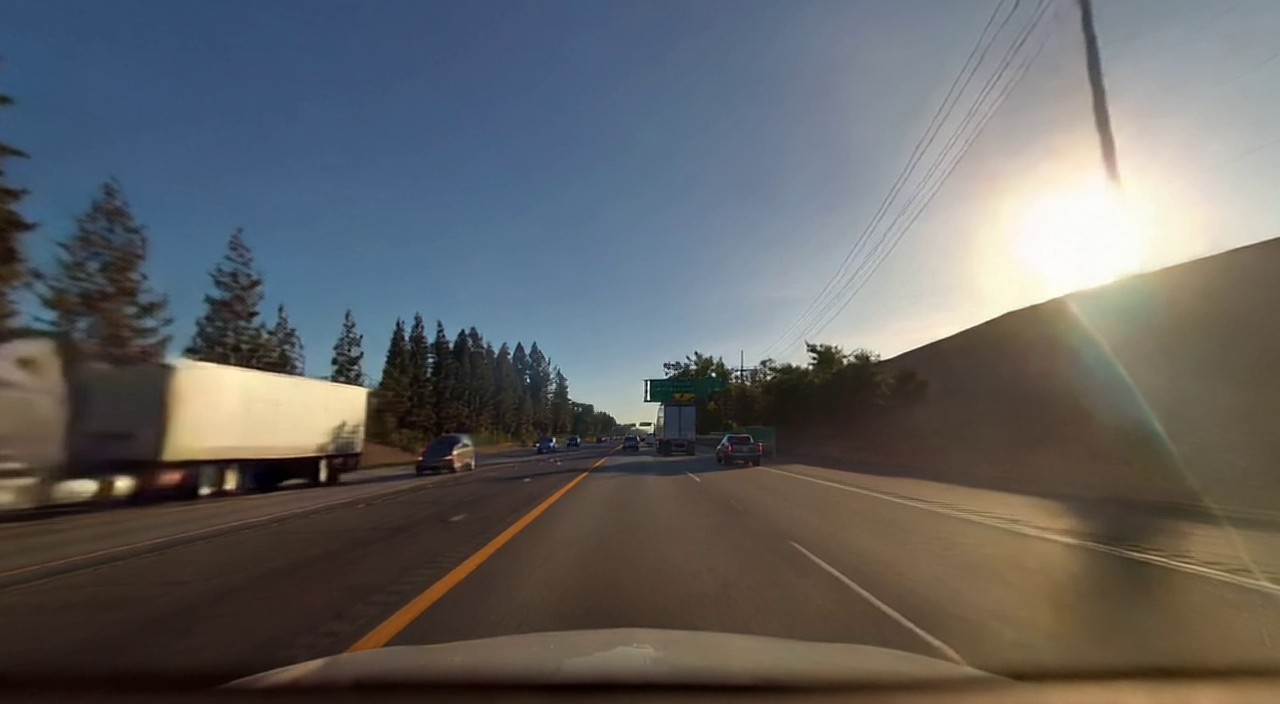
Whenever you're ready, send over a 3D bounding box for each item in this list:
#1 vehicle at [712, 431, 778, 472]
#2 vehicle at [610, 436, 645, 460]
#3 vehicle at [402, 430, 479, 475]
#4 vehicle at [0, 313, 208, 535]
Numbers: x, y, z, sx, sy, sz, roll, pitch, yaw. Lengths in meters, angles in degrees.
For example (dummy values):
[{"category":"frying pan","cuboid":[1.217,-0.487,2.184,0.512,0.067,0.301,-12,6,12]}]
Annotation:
[{"category":"vehicle","cuboid":[4.270,4.105,26.269,1.930,1.573,3.853,0,-8,-2]},{"category":"vehicle","cuboid":[-0.815,6.128,40.521,2.163,1.466,3.693,0,-8,-1]},{"category":"vehicle","cuboid":[-9.583,4.845,30.687,2.237,2.004,4.746,0,-8,-1]},{"category":"vehicle","cuboid":[-13.580,1.690,14.386,3.005,4.138,6.065,0,-8,-1]}]
